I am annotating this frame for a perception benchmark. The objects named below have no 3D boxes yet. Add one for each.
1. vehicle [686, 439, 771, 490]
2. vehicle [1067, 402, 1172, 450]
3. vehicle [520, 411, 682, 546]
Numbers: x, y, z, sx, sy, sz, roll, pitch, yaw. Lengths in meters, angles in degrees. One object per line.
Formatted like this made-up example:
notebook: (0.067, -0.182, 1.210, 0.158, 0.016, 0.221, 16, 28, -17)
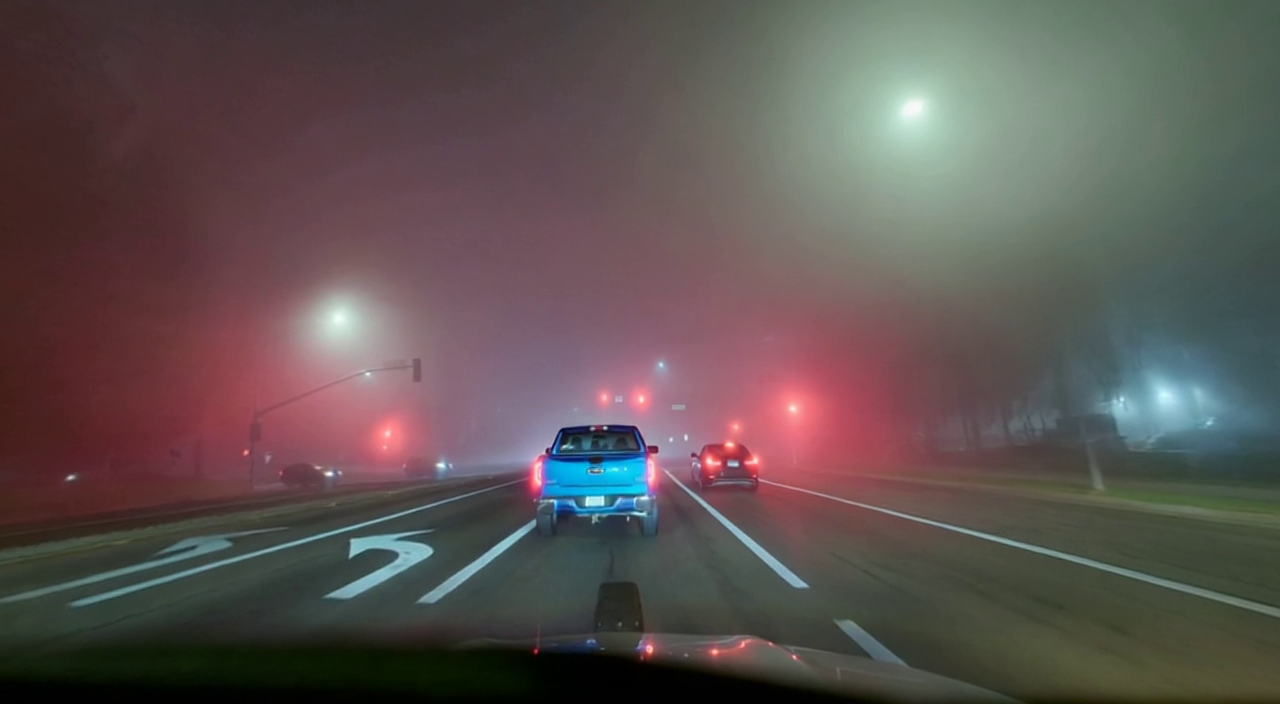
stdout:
vehicle: (2.771, 3.659, 20.942, 2.073, 1.484, 4.437, 0, -9, -1)
vehicle: (30.346, 4.791, 40.186, 2.892, 2.881, 4.178, 2, -9, -16)
vehicle: (-0.540, 2.032, 10.815, 2.145, 1.762, 4.731, 0, -9, -1)
